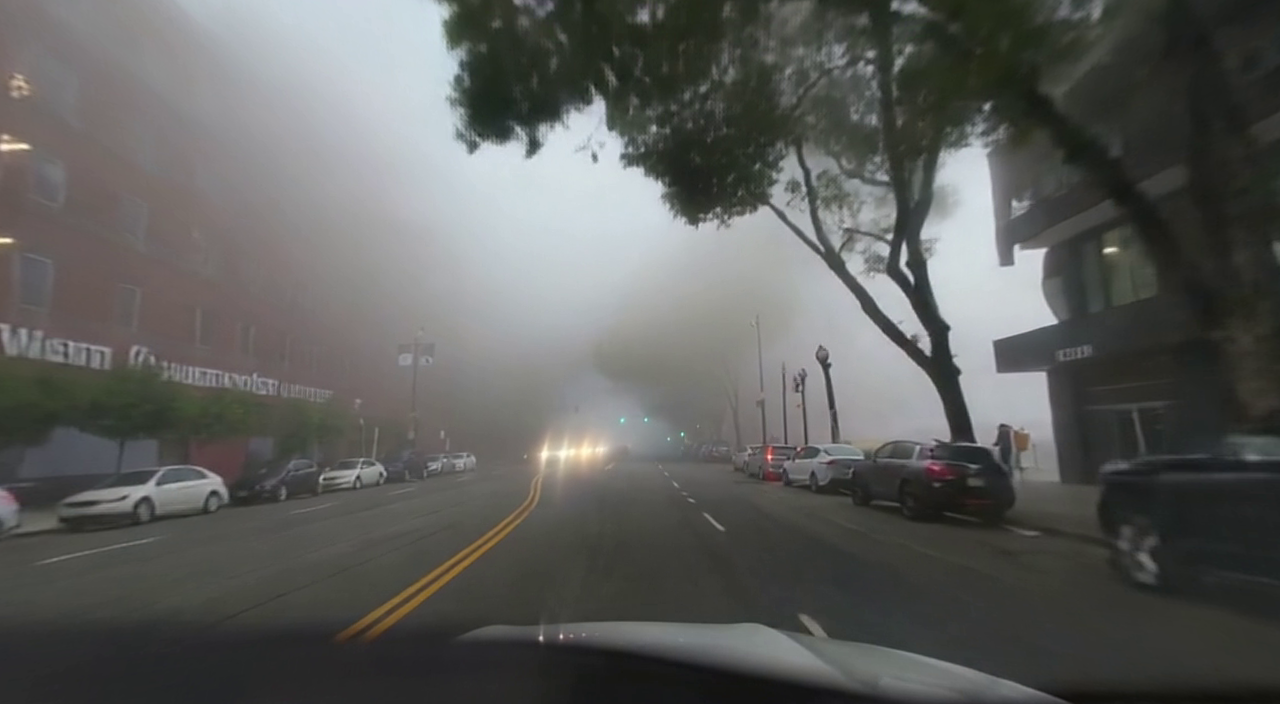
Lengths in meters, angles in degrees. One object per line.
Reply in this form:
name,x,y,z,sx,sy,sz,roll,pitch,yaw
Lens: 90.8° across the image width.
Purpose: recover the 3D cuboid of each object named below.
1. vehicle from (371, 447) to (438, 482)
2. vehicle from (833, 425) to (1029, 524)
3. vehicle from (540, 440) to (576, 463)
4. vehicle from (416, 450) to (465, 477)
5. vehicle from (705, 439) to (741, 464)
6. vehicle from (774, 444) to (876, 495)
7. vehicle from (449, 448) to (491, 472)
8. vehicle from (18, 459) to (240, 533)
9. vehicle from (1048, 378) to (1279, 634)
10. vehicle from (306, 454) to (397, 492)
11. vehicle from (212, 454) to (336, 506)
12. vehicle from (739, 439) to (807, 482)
vehicle,-12.027,5.747,32.550,1.834,1.643,4.110,0,-8,1
vehicle,6.012,2.569,13.836,1.991,1.771,4.604,0,-8,-1
vehicle,-6.368,7.788,49.541,2.095,1.759,4.413,0,-8,1
vehicle,-12.445,6.956,39.565,1.774,1.570,3.900,0,-8,0
vehicle,6.036,7.282,46.342,2.047,1.720,4.353,0,-8,0
vehicle,5.823,3.722,20.477,1.787,1.463,4.506,0,-8,-2
vehicle,-12.117,7.687,45.222,1.894,1.654,3.944,0,-8,0
vehicle,-12.620,3.543,16.119,1.927,1.489,4.572,0,-8,-2
vehicle,5.899,1.218,5.244,2.010,1.943,4.319,-2,-9,-1
vehicle,-12.525,5.261,27.792,1.868,1.418,4.415,-2,-9,1
vehicle,-12.503,4.365,21.943,1.800,1.532,4.110,0,-8,0
vehicle,5.541,4.575,26.924,1.899,1.642,4.463,0,-8,0
